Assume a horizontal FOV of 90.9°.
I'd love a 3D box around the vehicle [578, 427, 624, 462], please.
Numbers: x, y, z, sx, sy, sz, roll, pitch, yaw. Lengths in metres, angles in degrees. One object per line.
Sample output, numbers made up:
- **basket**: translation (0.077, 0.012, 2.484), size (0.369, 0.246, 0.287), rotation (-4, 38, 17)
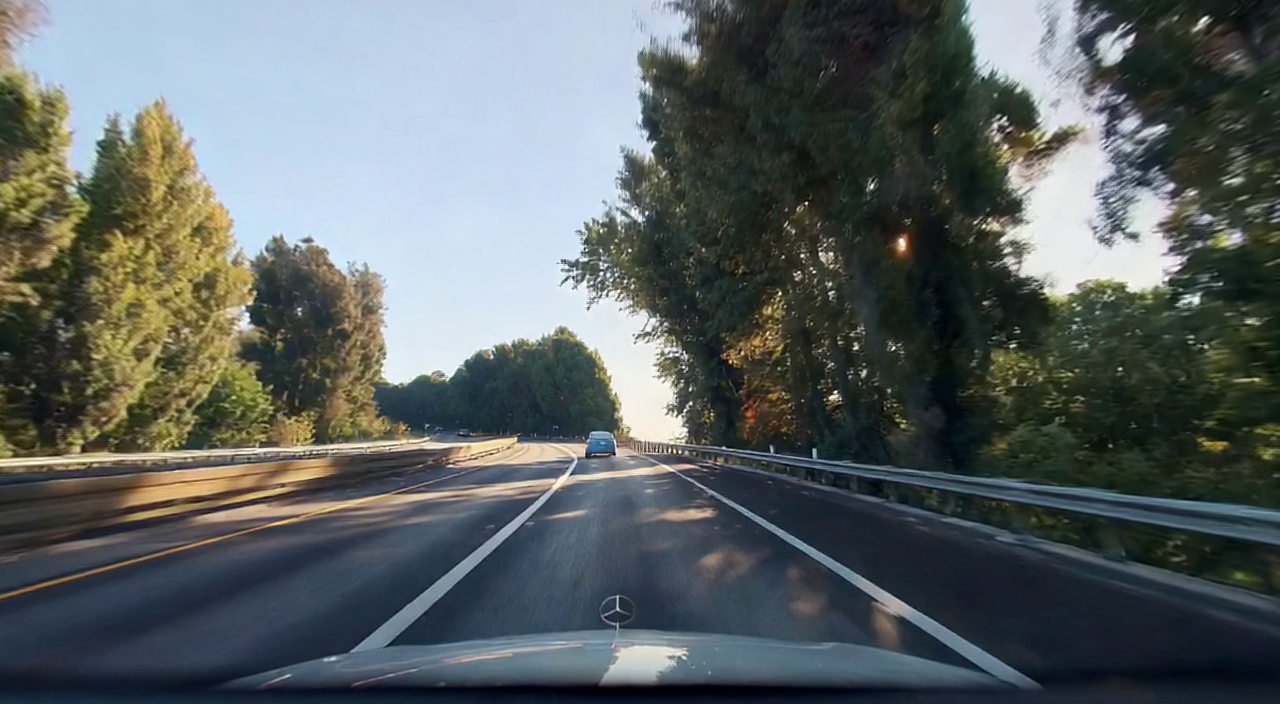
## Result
- **vehicle**: translation (-2.253, 5.231, 35.955), size (2.452, 1.857, 4.022), rotation (1, -8, -5)
